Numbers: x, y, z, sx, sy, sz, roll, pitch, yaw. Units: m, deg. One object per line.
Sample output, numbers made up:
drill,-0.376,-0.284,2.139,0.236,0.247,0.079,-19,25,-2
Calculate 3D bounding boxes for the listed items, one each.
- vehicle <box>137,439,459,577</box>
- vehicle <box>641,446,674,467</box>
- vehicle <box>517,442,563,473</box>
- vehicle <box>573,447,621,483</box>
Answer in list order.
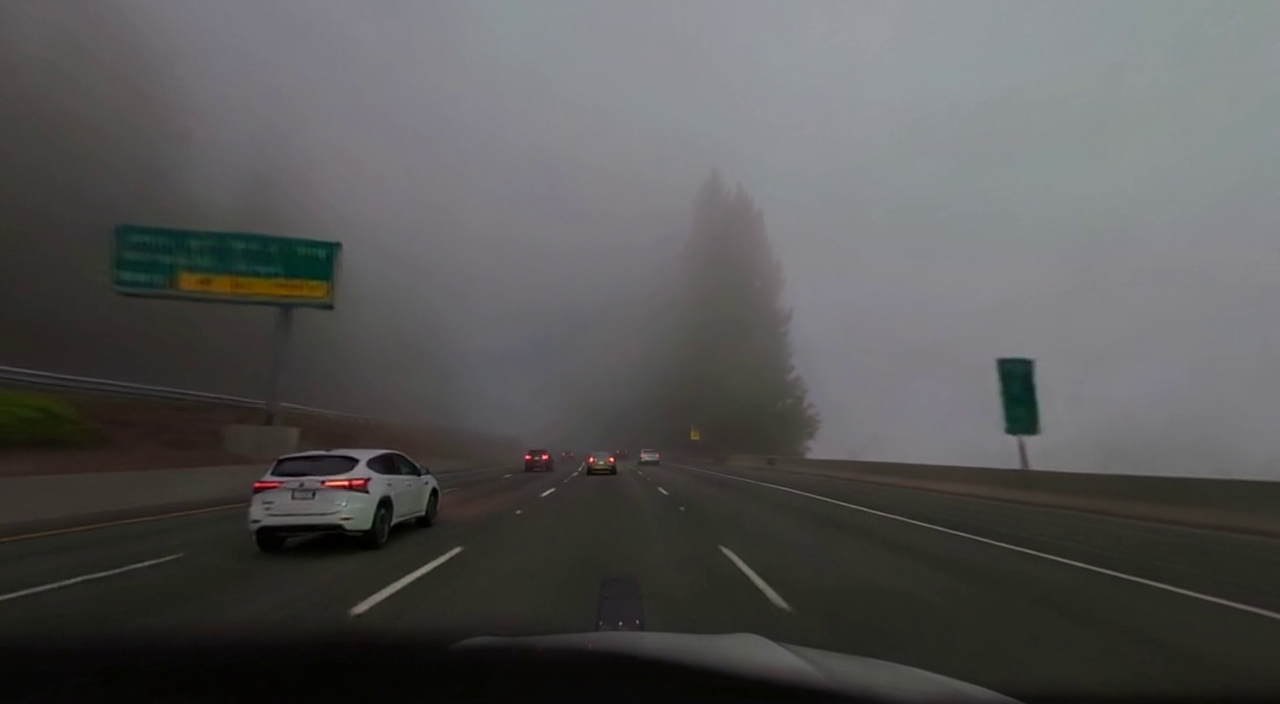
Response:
vehicle,-4.446,2.077,9.427,2.049,1.482,4.981,0,-9,0
vehicle,1.218,7.713,46.759,2.021,1.447,3.985,1,-9,-4
vehicle,-6.072,6.448,38.793,2.244,1.755,4.417,0,-9,-2
vehicle,-1.839,4.881,27.715,1.947,1.437,4.345,0,-9,-3
